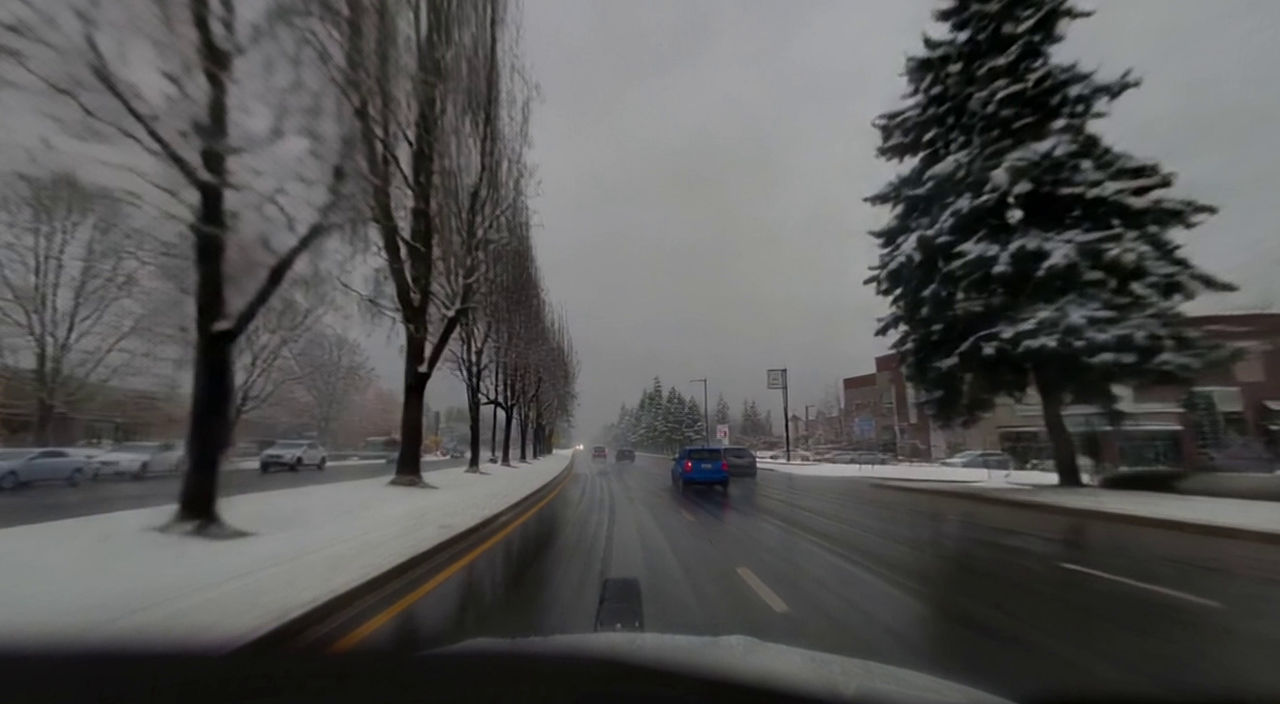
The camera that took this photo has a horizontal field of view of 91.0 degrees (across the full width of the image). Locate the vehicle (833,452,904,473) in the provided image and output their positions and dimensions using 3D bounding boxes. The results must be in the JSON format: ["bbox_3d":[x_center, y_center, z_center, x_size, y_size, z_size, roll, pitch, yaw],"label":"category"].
[{"bbox_3d":[17.002,8.181,46.860,4.646,1.479,2.070,3,-9,-19],"label":"vehicle"}]

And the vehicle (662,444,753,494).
[{"bbox_3d":[2.051,3.741,20.538,2.256,1.451,4.313,1,-9,-4],"label":"vehicle"}]

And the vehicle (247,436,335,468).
[{"bbox_3d":[-24.255,6.994,44.163,2.593,2.075,6.841,1,-9,-3],"label":"vehicle"}]

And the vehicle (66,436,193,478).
[{"bbox_3d":[-23.748,4.886,29.556,1.982,1.811,4.730,0,-9,-1],"label":"vehicle"}]

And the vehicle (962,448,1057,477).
[{"bbox_3d":[20.725,6.189,35.326,4.424,1.531,2.008,3,-9,-17],"label":"vehicle"}]

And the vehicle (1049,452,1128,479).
[{"bbox_3d":[32.835,8.267,46.080,4.858,1.806,2.124,3,-9,-19],"label":"vehicle"}]

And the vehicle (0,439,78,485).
[{"bbox_3d":[-23.734,4.075,23.432,1.689,1.595,4.293,0,-9,-2],"label":"vehicle"}]
